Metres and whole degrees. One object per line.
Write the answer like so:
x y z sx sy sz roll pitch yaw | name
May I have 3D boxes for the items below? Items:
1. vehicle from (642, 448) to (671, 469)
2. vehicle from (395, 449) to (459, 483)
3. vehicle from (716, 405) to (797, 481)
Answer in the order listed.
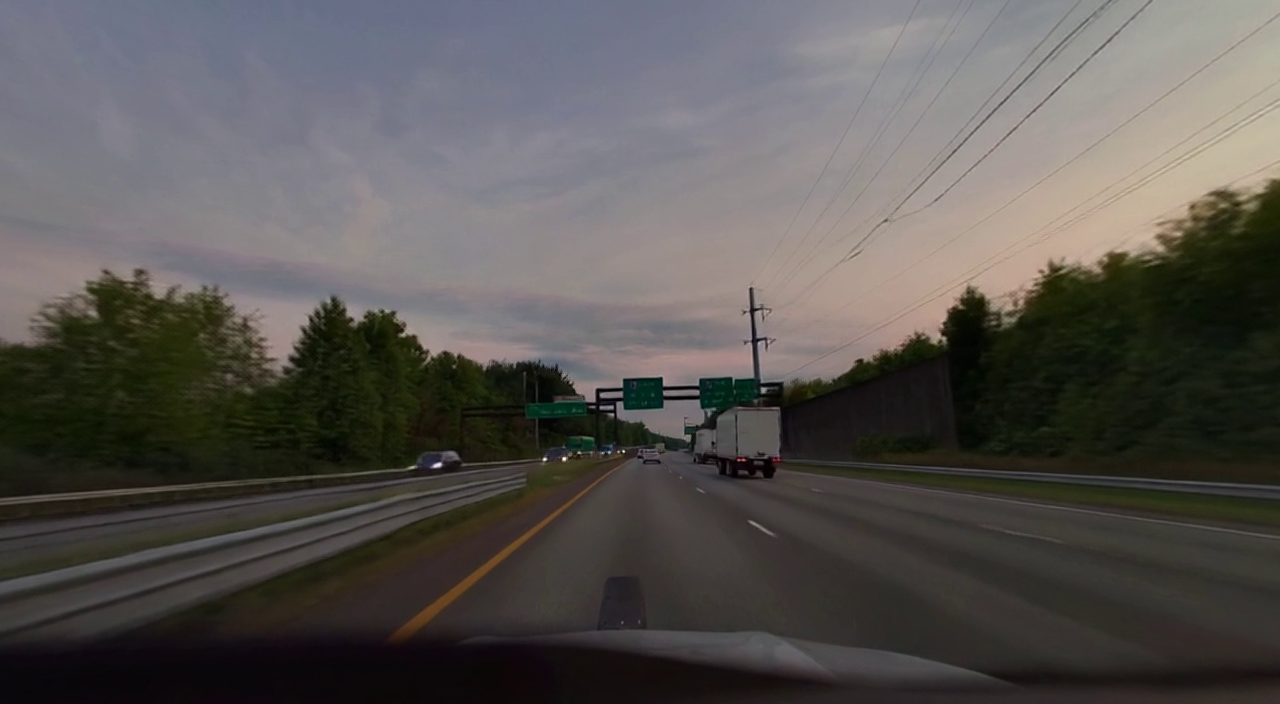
1.181 7.868 46.663 2.049 1.500 3.790 0 -9 1 | vehicle
-12.955 6.937 38.688 2.050 1.910 4.994 0 -9 1 | vehicle
5.665 4.612 31.919 2.743 3.367 7.306 0 -9 1 | vehicle
